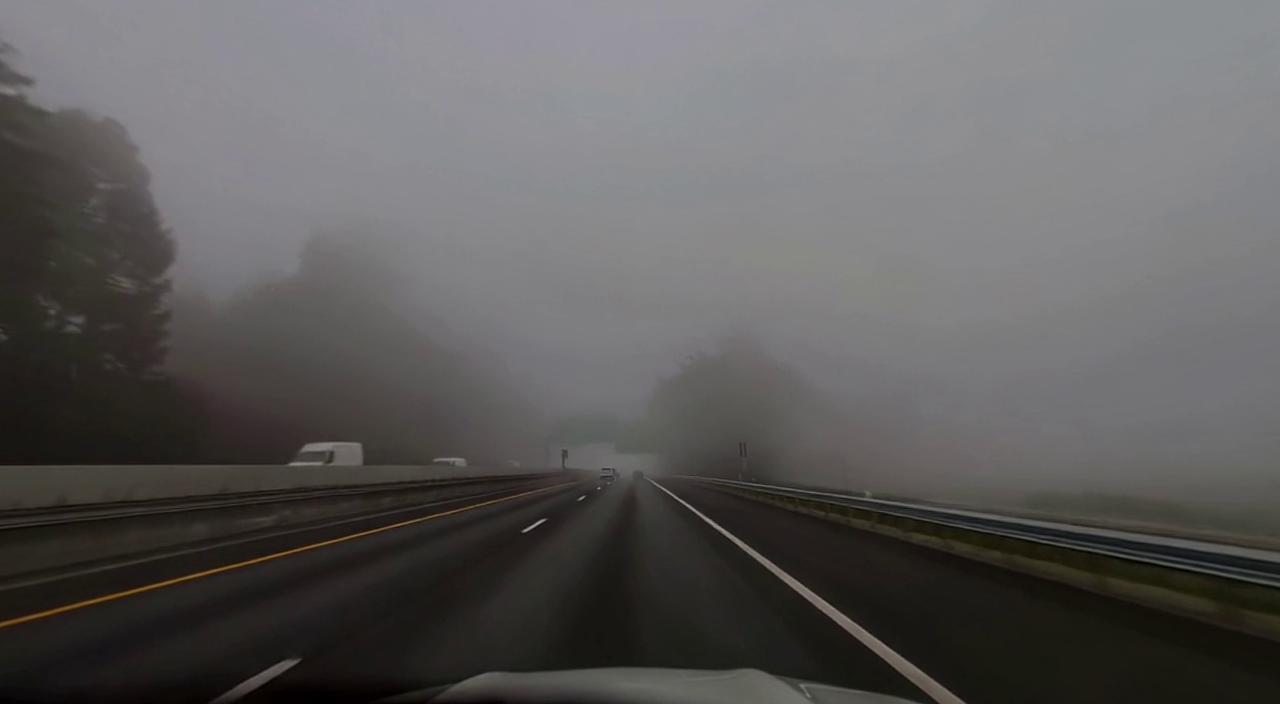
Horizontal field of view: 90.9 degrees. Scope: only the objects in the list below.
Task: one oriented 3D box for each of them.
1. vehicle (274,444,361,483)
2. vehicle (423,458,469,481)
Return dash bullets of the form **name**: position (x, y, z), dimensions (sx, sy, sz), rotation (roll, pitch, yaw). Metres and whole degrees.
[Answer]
- **vehicle**: position (-17.318, 6.055, 34.149), dimensions (2.202, 1.949, 4.821), rotation (1, -10, -1)
- **vehicle**: position (-13.587, 8.282, 44.323), dimensions (1.892, 1.505, 3.912), rotation (1, -10, 0)
